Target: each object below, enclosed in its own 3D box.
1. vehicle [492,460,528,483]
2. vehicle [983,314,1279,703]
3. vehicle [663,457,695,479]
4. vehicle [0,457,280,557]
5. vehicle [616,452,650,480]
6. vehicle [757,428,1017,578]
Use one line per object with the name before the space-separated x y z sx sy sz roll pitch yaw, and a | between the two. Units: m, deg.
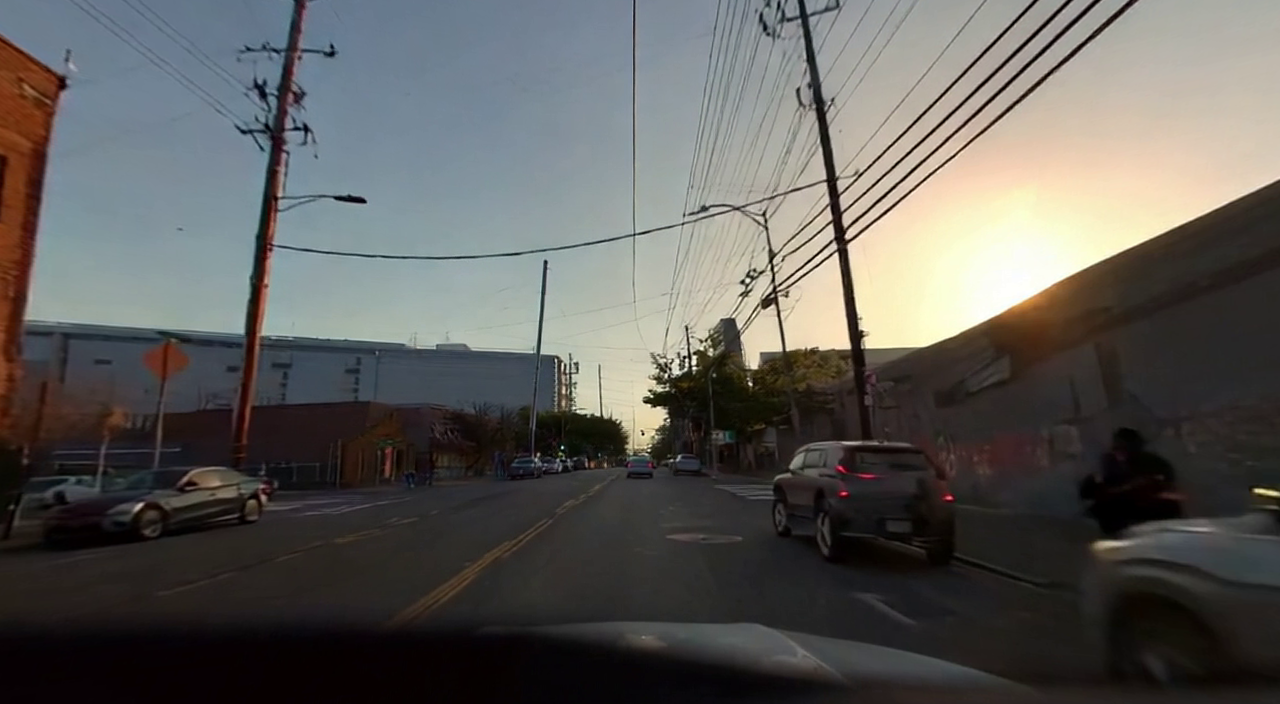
vehicle | -10.190 9.443 49.789 1.923 1.542 4.572 -4 -12 -1
vehicle | 3.235 0.671 1.536 2.102 1.765 4.674 0 -9 -1
vehicle | 2.922 8.778 48.116 1.910 1.512 4.274 0 -9 -3
vehicle | -9.967 3.118 13.202 2.079 1.550 4.865 -3 -11 -1
vehicle | -0.483 7.762 43.191 2.190 1.783 4.048 0 -9 0
vehicle | 3.144 2.016 9.334 1.941 1.634 4.674 0 -9 0
